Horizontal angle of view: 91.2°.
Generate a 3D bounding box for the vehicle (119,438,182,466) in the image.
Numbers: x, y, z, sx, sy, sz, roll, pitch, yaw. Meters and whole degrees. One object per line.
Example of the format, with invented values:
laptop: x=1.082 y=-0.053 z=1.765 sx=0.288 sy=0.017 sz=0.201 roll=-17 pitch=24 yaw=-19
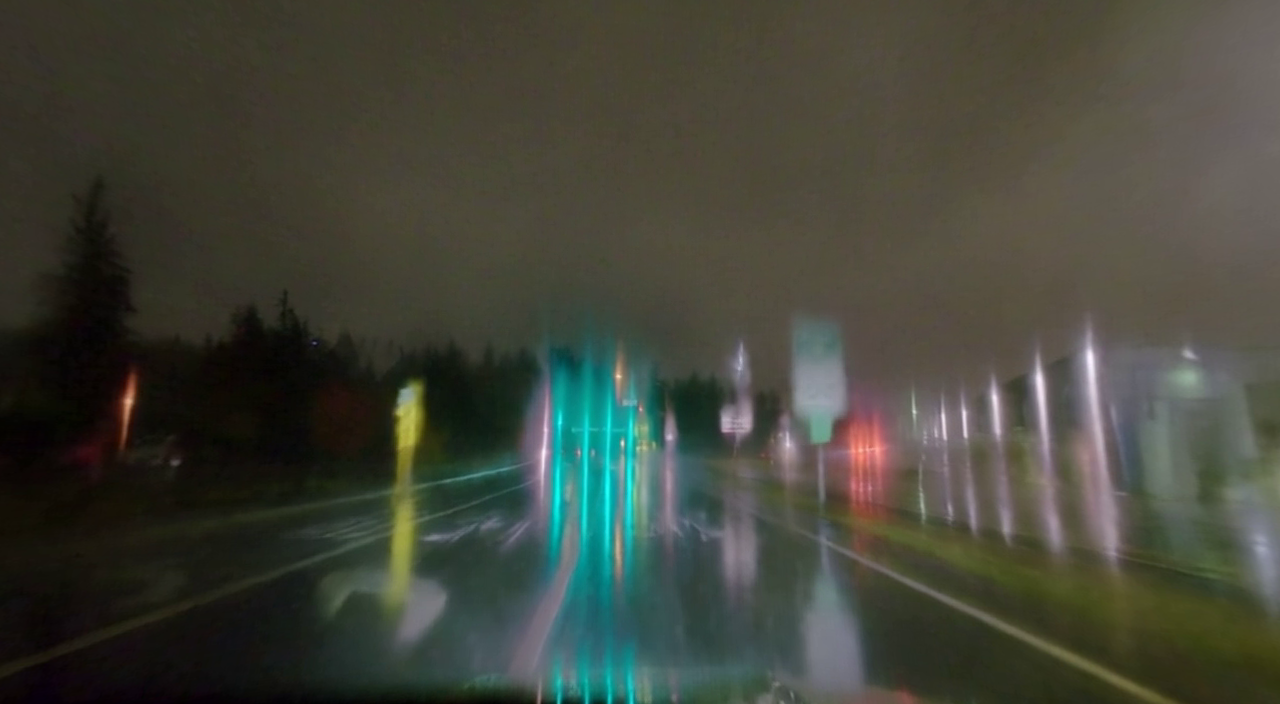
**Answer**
vehicle: x=-28.326 y=5.803 z=36.220 sx=3.733 sy=1.499 sz=1.704 roll=-7 pitch=-11 yaw=34
